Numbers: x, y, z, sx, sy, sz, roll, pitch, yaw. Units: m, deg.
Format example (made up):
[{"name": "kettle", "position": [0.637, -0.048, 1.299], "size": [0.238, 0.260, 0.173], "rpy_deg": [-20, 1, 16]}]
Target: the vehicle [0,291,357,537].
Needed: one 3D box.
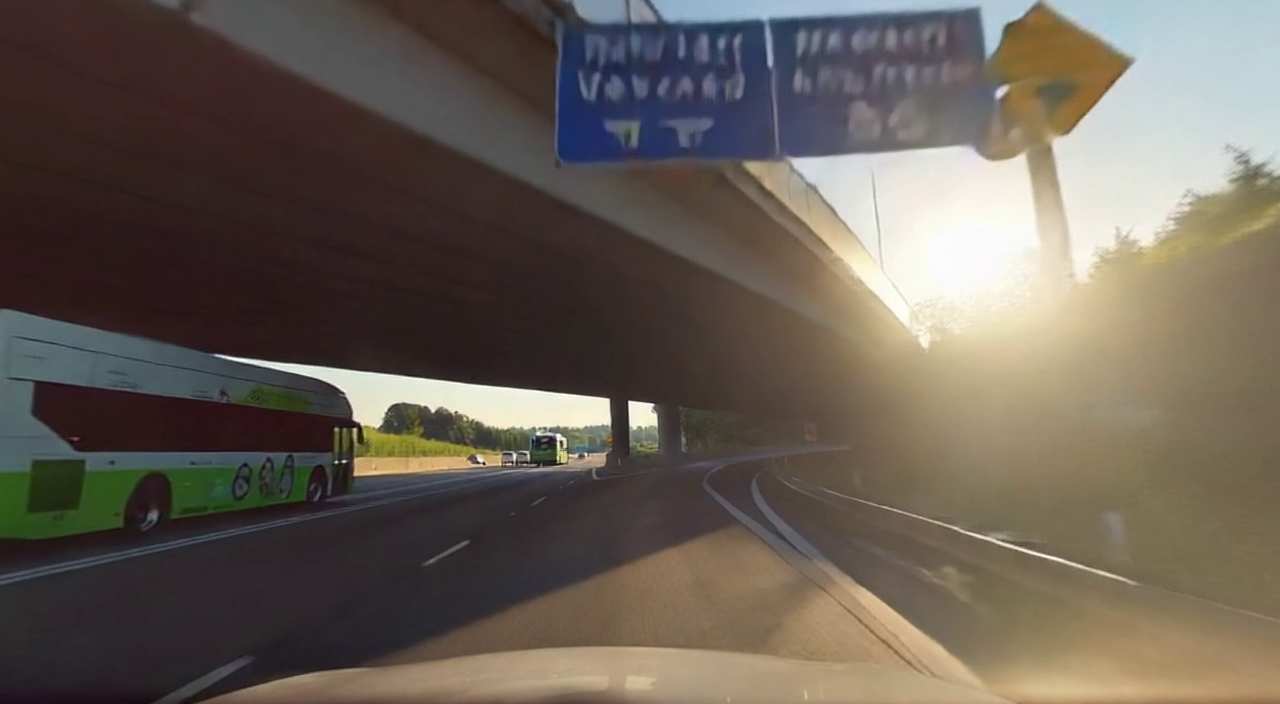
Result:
[{"name": "vehicle", "position": [-10.930, 1.690, 14.181], "size": [2.986, 3.574, 13.570], "rpy_deg": [0, -9, -1]}]
